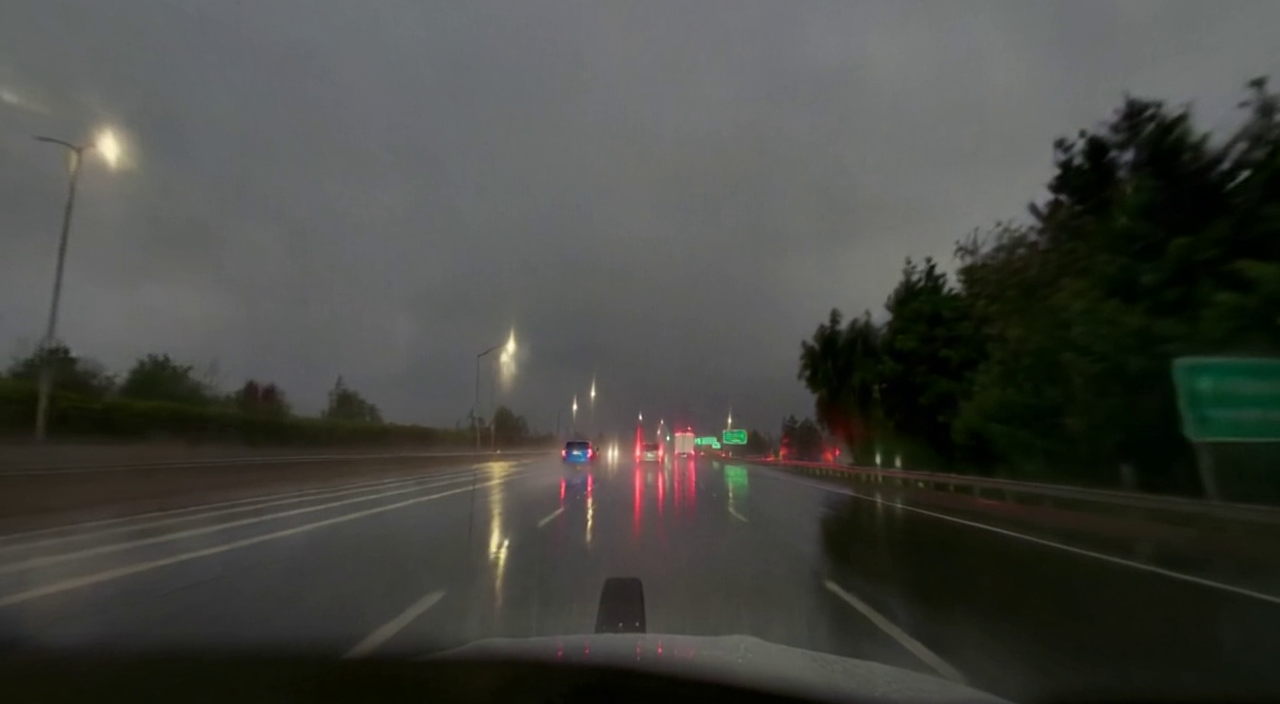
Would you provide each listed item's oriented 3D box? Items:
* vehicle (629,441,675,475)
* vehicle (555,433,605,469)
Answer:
[{"bbox_3d":[0.591,5.170,30.995,2.086,1.548,4.325,0,-9,1],"label":"vehicle"},{"bbox_3d":[-3.378,5.700,36.289,2.264,1.901,4.647,0,-9,2],"label":"vehicle"}]
